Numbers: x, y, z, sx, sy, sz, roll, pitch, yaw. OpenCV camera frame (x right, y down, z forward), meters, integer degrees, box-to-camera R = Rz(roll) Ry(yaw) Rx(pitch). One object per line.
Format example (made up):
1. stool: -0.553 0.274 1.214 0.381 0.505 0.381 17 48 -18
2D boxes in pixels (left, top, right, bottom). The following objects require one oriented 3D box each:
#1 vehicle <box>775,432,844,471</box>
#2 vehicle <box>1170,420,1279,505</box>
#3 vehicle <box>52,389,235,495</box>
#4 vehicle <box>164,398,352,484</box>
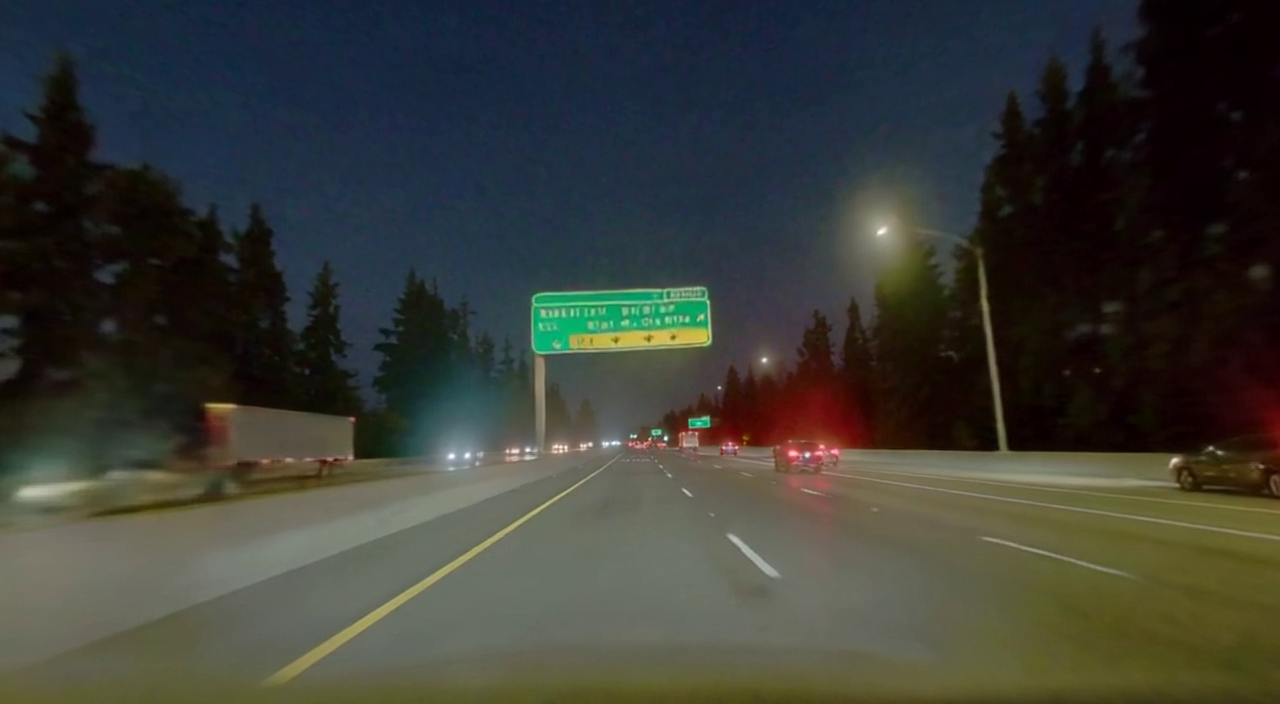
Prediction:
1. vehicle: 8.630 5.104 32.574 2.098 1.820 4.505 0 -8 -2
2. vehicle: 14.033 2.310 13.246 1.957 1.709 4.387 0 -8 -1
3. vehicle: -21.187 3.917 27.517 3.071 4.073 5.744 0 -8 -1
4. vehicle: -21.455 5.279 37.191 2.889 4.092 13.333 0 -8 -1
